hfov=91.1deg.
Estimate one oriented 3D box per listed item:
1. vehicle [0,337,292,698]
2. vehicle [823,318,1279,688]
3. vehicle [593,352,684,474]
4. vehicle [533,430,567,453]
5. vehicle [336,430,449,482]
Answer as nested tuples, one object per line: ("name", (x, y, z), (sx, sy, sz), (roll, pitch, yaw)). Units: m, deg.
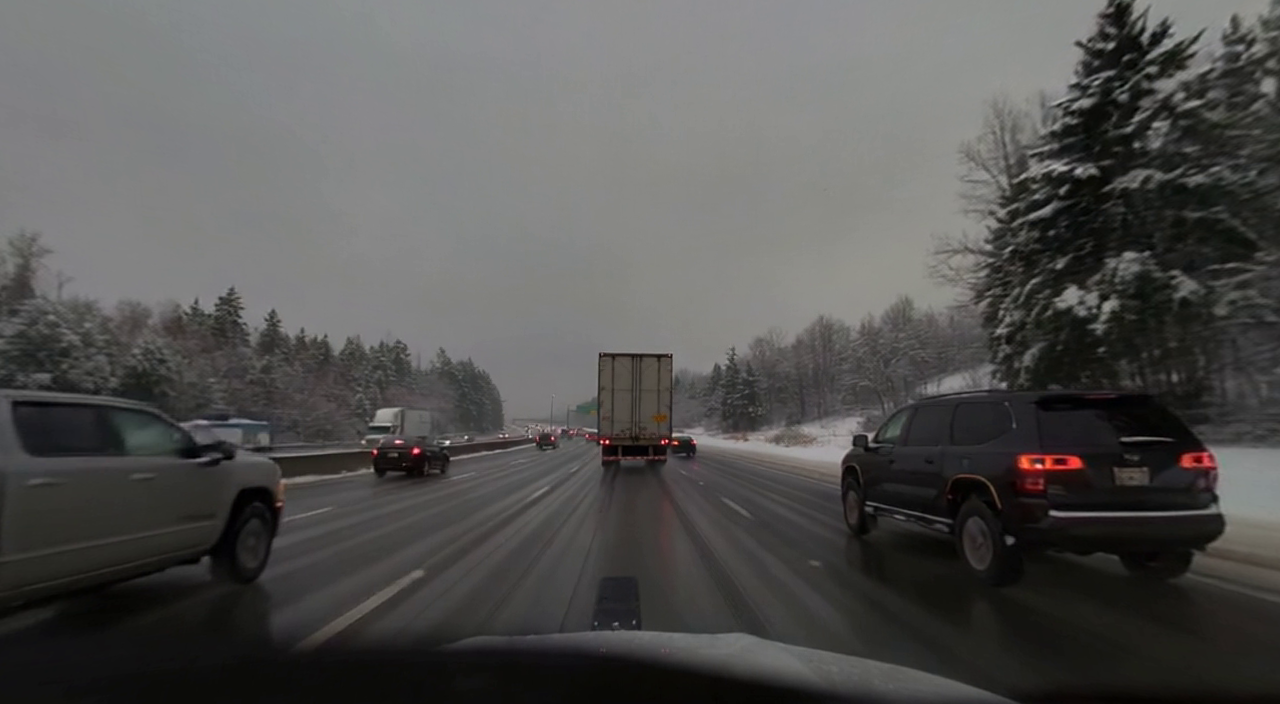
("vehicle", (-4.206, 0.857, 3.411), (2.134, 1.752, 4.375), (0, -8, -1))
("vehicle", (3.500, 1.060, 5.638), (2.118, 1.832, 4.901), (0, -8, -2))
("vehicle", (-0.346, 2.663, 25.526), (2.904, 3.915, 10.473), (0, -8, -3))
("vehicle", (-6.777, 6.784, 47.581), (2.134, 1.650, 4.133), (0, -8, -2))
("vehicle", (-7.848, 3.316, 20.403), (2.059, 1.500, 4.001), (0, -8, -1))
